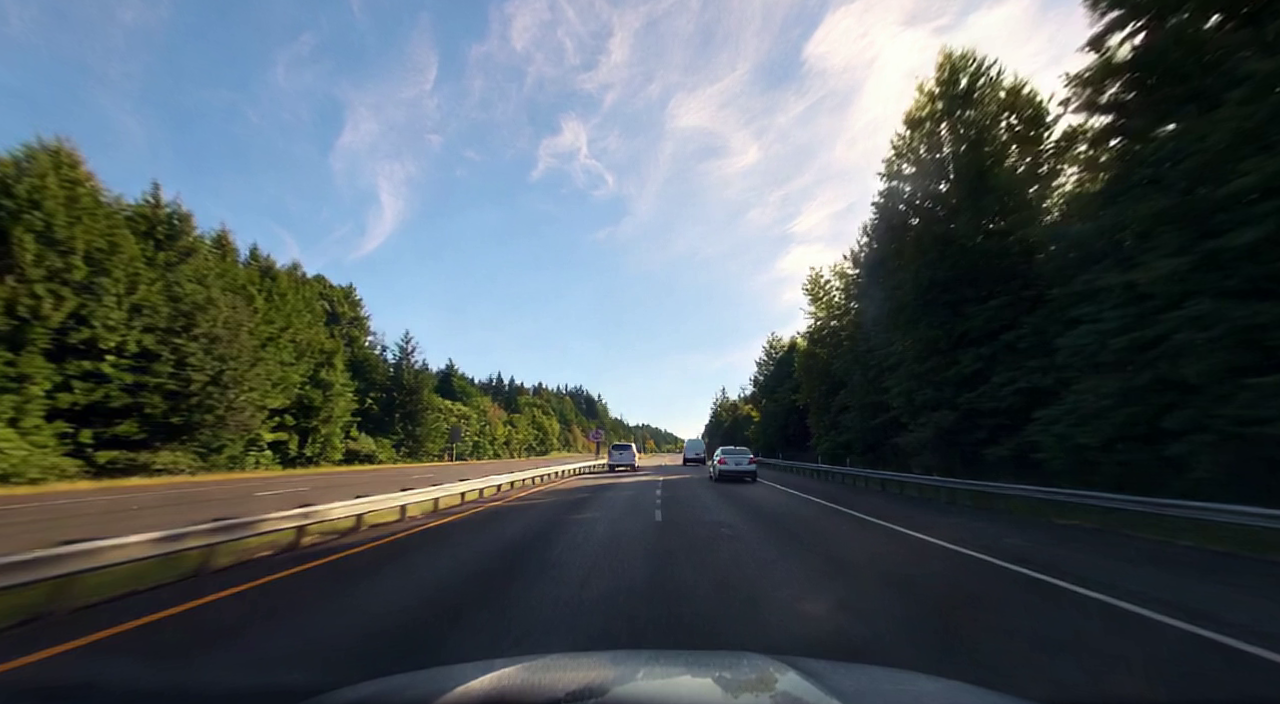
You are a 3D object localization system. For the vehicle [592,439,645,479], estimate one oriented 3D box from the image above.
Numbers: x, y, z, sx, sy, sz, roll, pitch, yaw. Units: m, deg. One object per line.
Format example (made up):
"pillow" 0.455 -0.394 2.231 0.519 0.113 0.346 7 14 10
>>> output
"vehicle" -0.907 4.939 29.287 2.087 1.707 4.316 -1 -9 2

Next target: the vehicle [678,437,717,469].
"vehicle" 3.884 6.927 43.158 2.371 2.045 4.768 -1 -9 2

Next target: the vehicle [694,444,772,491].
"vehicle" 3.064 3.920 21.768 2.043 1.431 4.922 0 -9 1
